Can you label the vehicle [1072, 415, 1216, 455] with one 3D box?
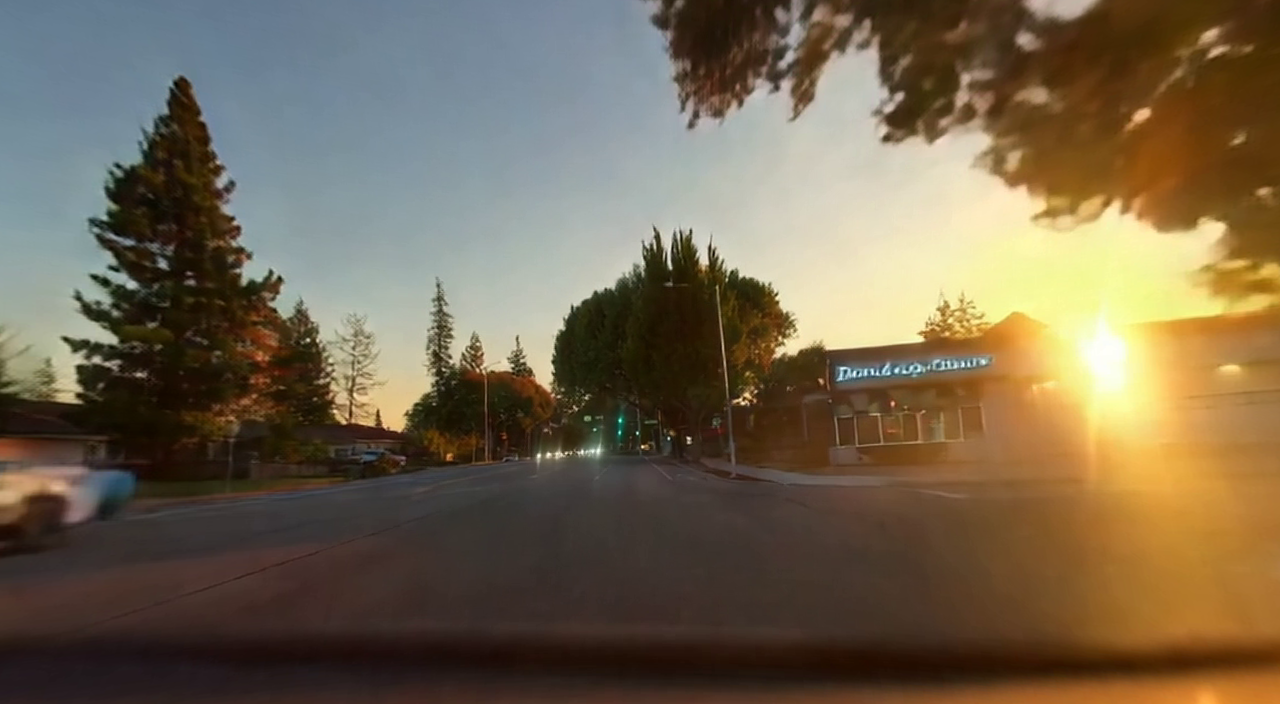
[{"bbox_3d":[21.828,3.710,27.695,2.028,1.584,4.971,0,-9,-3],"label":"vehicle"}]
